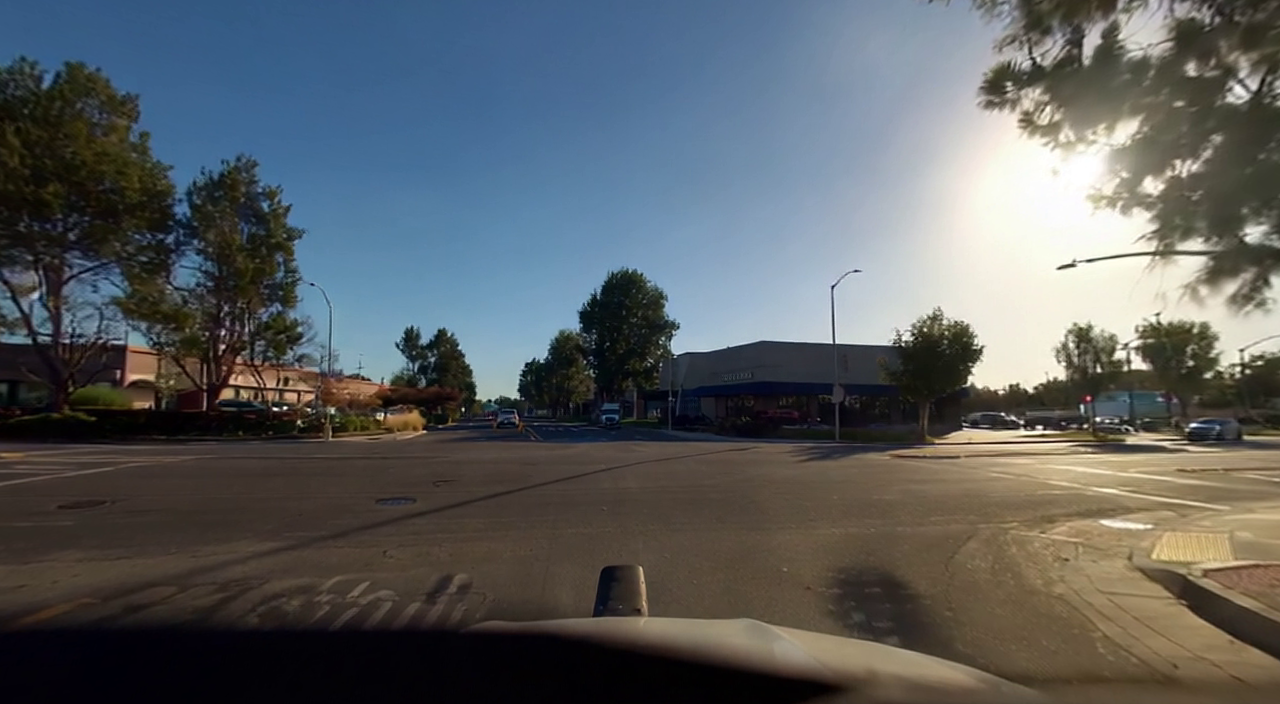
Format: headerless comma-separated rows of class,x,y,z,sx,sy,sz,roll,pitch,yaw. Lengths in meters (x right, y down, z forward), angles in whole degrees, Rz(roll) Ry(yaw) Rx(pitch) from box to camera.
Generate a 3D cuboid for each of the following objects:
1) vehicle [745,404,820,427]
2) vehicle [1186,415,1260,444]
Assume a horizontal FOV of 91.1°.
vehicle,9.837,4.430,43.441,4.674,1.483,1.745,1,-8,-7
vehicle,39.472,5.286,42.451,5.333,1.837,2.124,5,-10,-32
